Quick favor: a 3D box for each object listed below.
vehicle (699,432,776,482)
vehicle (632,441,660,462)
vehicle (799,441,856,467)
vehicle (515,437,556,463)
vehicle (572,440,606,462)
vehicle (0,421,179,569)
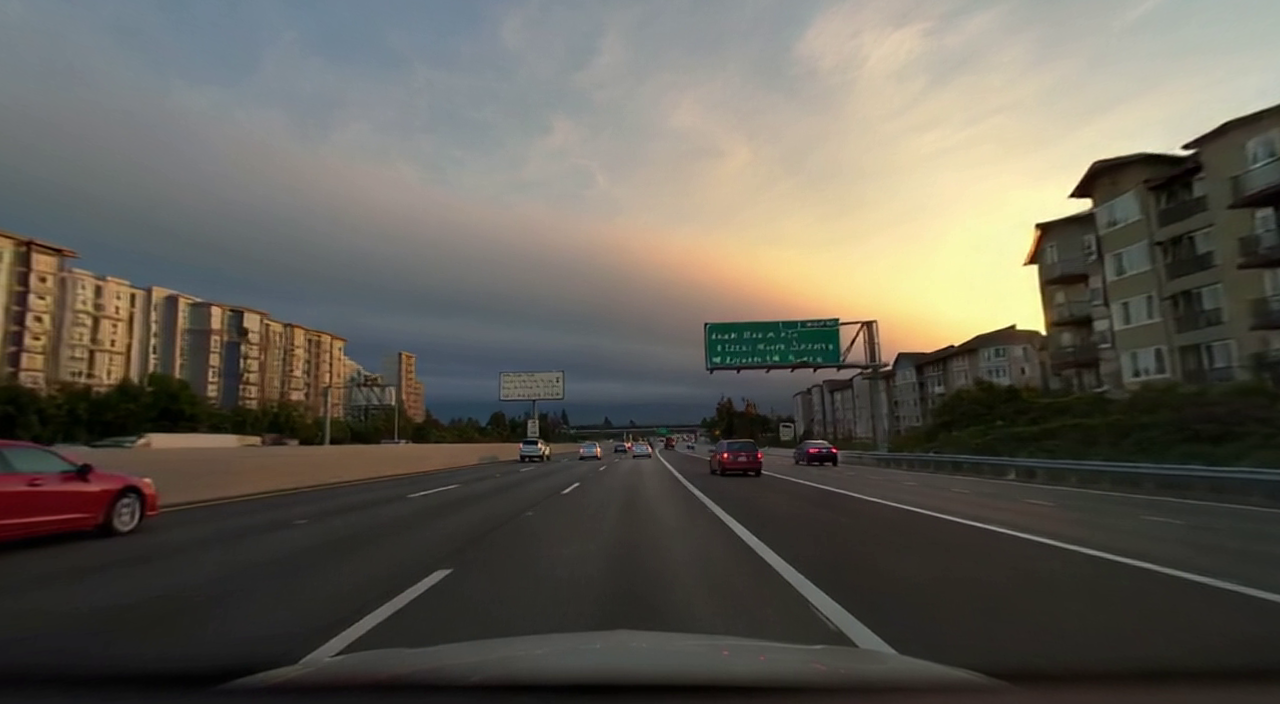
[{"bbox_3d":[3.513,3.879,23.619,2.080,1.694,4.286,0,-8,-1],"label":"vehicle"},{"bbox_3d":[0.435,7.303,46.433,1.992,1.431,4.055,0,-8,0],"label":"vehicle"},{"bbox_3d":[11.038,6.023,37.535,2.061,1.459,4.273,0,-8,-1],"label":"vehicle"},{"bbox_3d":[-7.272,6.867,44.430,2.057,1.733,4.589,0,-8,1],"label":"vehicle"},{"bbox_3d":[-3.541,7.043,44.837,2.002,1.466,4.378,0,-8,0],"label":"vehicle"},{"bbox_3d":[-7.518,1.480,6.594,2.021,1.496,4.495,0,-8,0],"label":"vehicle"}]
